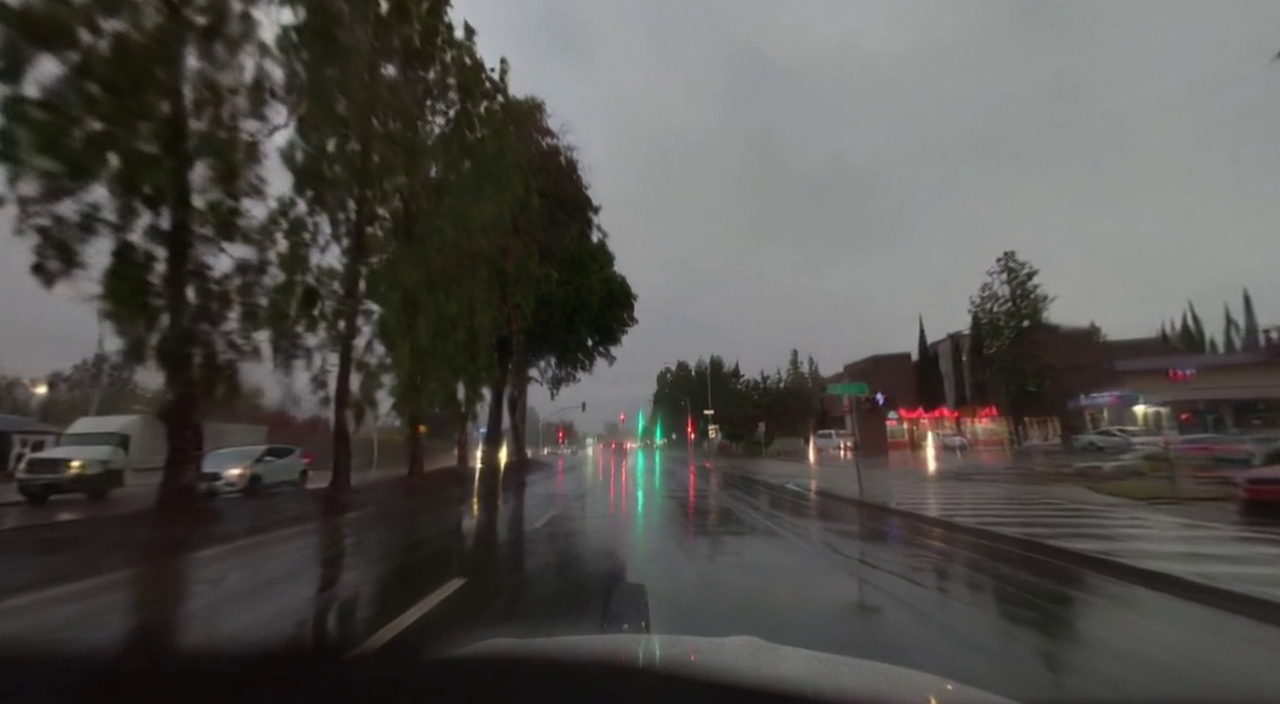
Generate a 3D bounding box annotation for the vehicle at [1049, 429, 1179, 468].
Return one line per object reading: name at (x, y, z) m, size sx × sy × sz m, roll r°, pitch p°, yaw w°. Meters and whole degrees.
vehicle at (23.913, 4.886, 31.956) m, size 4.999 × 1.814 × 2.158 m, roll -7°, pitch -11°, yaw 39°

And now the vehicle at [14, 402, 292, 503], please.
vehicle at (-19.055, 4.114, 26.212) m, size 2.958 × 3.304 × 10.523 m, roll 0°, pitch -9°, yaw 1°

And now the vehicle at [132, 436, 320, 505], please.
vehicle at (-11.293, 3.230, 17.731) m, size 2.078 × 1.656 × 4.624 m, roll 0°, pitch -9°, yaw 1°

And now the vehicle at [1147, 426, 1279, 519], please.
vehicle at (12.173, 2.063, 11.404) m, size 4.312 × 1.416 × 1.885 m, roll -3°, pitch -8°, yaw -1°

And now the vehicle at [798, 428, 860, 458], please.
vehicle at (14.546, 7.003, 48.619) m, size 4.203 × 2.206 × 1.934 m, roll -1°, pitch -9°, yaw 7°
